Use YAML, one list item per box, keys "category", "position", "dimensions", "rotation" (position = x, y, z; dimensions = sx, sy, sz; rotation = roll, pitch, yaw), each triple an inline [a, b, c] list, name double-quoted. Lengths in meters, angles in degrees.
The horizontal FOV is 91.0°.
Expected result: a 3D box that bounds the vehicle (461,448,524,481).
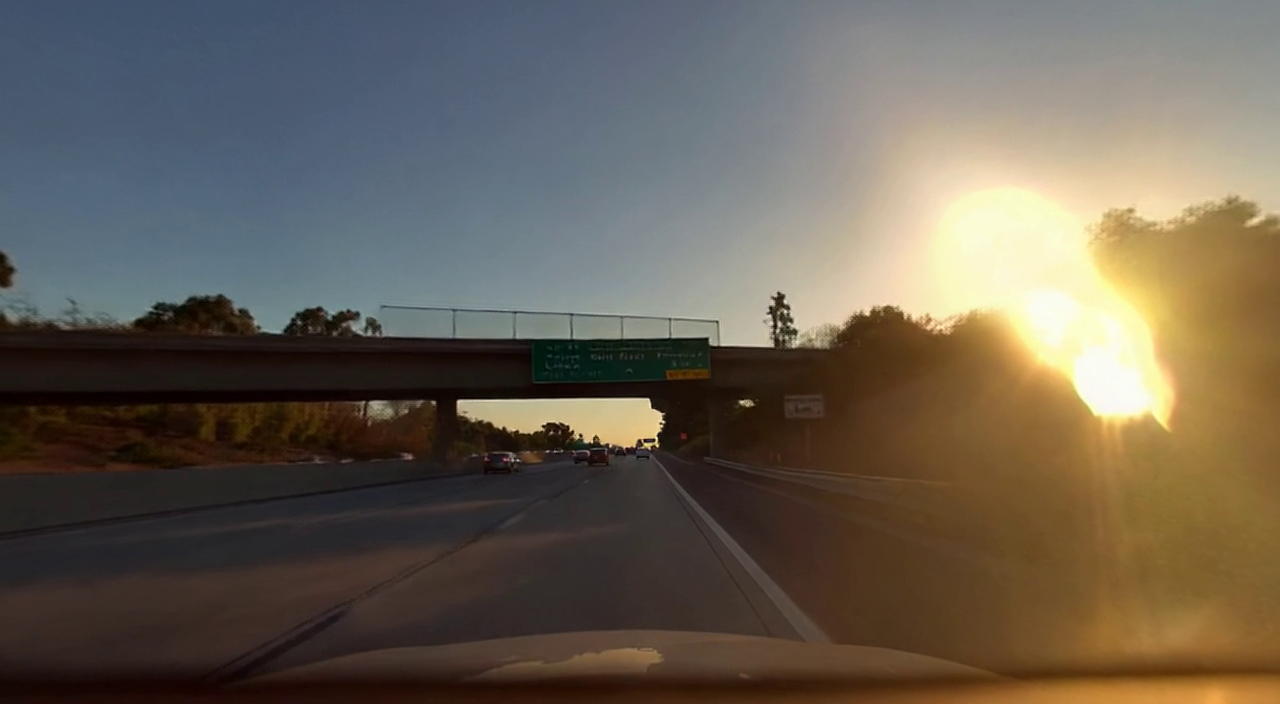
- category: "vehicle"
  position: [-7.339, 5.625, 31.848]
  dimensions: [2.002, 1.507, 4.631]
  rotation: [0, -9, 1]
